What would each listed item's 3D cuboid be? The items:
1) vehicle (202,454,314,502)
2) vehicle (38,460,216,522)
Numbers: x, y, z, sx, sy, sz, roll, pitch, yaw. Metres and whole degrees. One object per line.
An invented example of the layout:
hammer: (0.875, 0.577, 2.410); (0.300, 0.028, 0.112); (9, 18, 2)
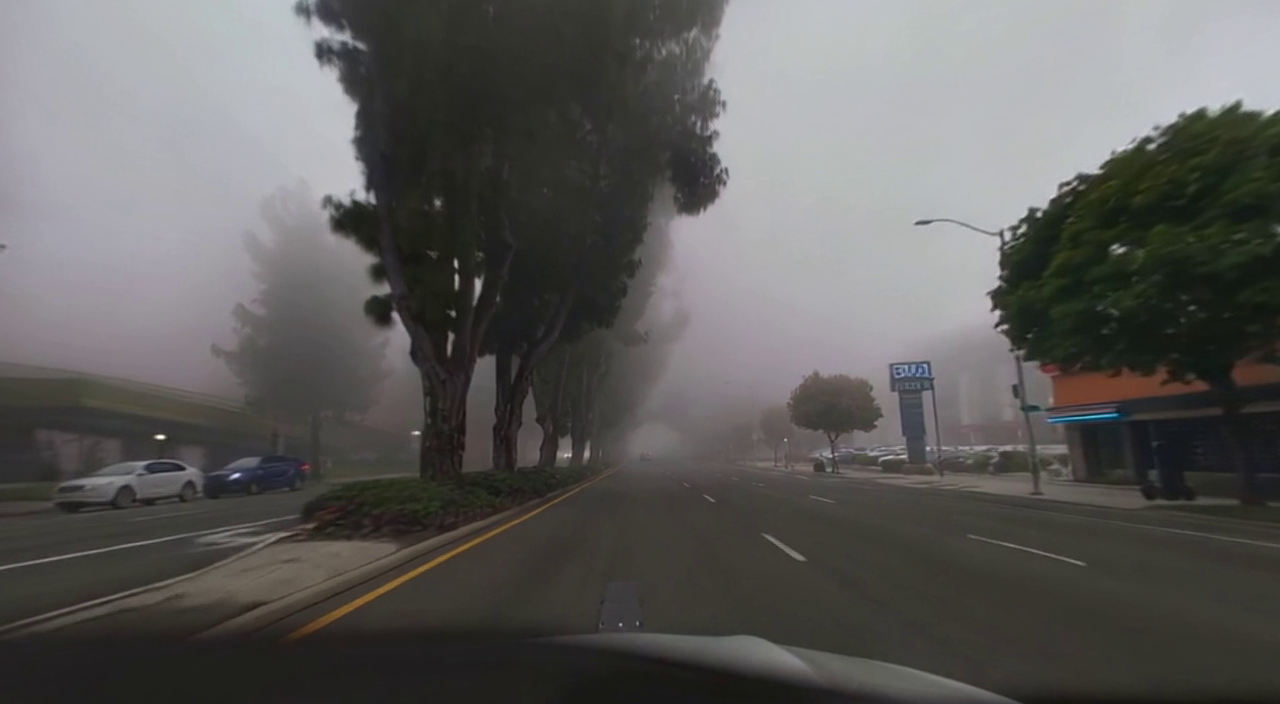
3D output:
vehicle: (-16.842, 5.533, 28.196); (1.993, 1.887, 4.722); (0, -9, 1)
vehicle: (-16.594, 4.469, 20.845); (1.944, 1.669, 4.613); (0, -9, 1)
